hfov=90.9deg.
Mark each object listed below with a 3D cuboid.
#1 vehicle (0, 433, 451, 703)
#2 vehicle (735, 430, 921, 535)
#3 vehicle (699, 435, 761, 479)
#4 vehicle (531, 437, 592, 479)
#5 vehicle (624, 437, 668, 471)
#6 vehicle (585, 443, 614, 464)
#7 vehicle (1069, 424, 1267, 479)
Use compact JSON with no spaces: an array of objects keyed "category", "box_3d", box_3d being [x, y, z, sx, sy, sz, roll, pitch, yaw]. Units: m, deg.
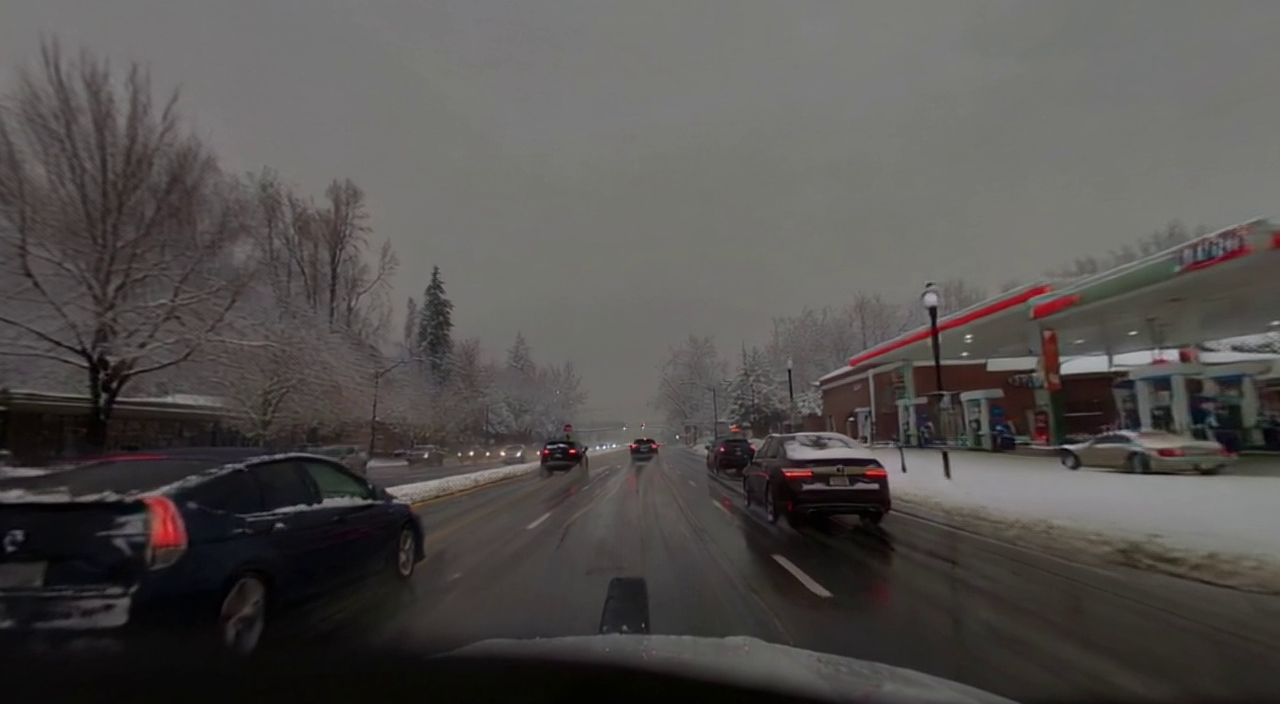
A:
[{"category":"vehicle","box_3d":[-3.230,1.374,5.034,2.013,1.354,4.393,0,-8,1]},{"category":"vehicle","box_3d":[3.075,2.231,11.460,1.919,1.502,4.572,0,-8,-1]},{"category":"vehicle","box_3d":[3.842,4.554,27.613,1.980,1.709,4.813,0,-8,0]},{"category":"vehicle","box_3d":[-3.241,4.444,26.690,1.988,1.645,3.995,0,-8,1]},{"category":"vehicle","box_3d":[0.309,5.467,33.965,2.192,1.674,4.124,0,-8,0]},{"category":"vehicle","box_3d":[-3.045,7.669,47.825,1.901,1.483,4.372,0,-8,0]},{"category":"vehicle","box_3d":[17.249,3.291,21.036,1.860,1.587,4.949,1,-8,-9]}]
